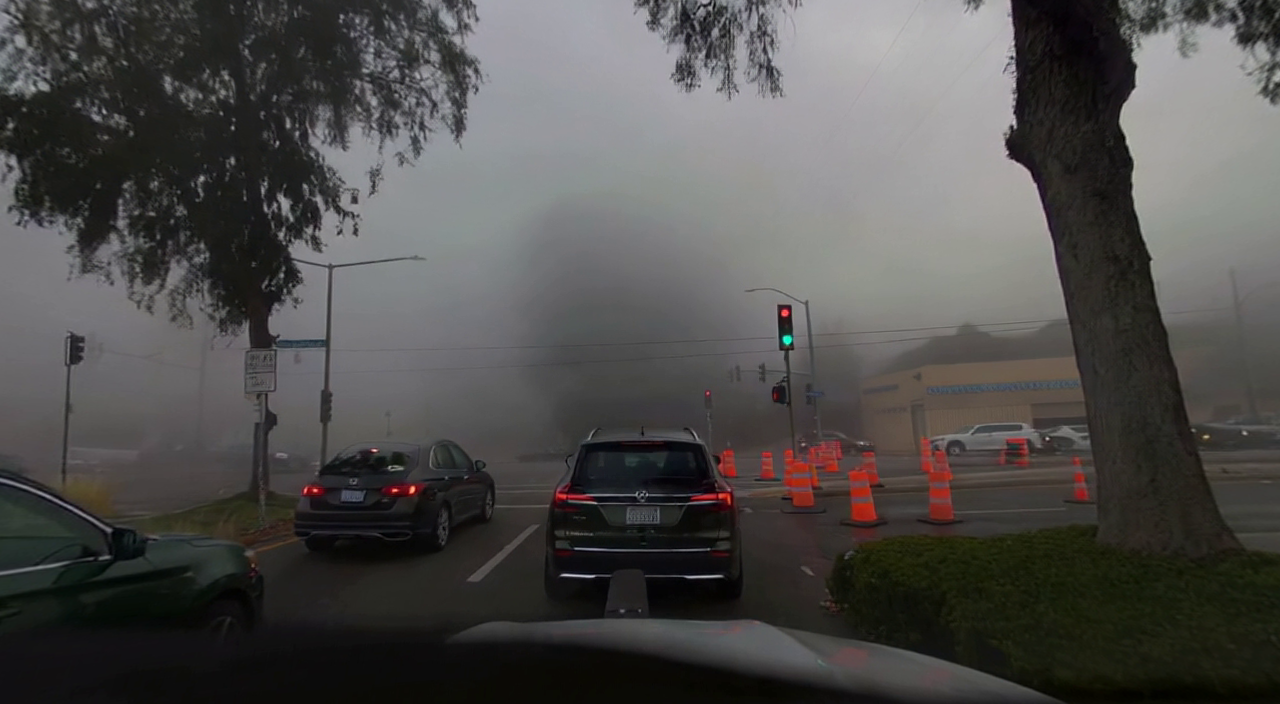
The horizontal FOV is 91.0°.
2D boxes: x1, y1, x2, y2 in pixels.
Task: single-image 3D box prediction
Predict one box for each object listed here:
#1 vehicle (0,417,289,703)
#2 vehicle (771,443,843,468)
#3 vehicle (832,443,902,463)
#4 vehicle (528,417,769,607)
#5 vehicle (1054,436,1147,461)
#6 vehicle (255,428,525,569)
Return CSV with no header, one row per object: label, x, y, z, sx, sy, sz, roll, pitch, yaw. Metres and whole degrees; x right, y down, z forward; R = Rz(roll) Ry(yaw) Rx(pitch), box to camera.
vehicle,-3.581,0.948,2.144,1.964,1.497,4.722,0,-9,1
vehicle,10.805,6.723,41.000,4.380,1.492,1.837,-2,-9,13
vehicle,17.033,7.590,47.336,4.581,1.480,1.752,1,-9,-1
vehicle,0.118,1.628,7.210,2.021,1.560,3.676,0,-9,1
vehicle,29.418,6.184,40.318,4.463,1.482,1.808,0,-9,1
vehicle,-3.253,1.999,9.449,1.989,1.541,4.626,0,-9,2
